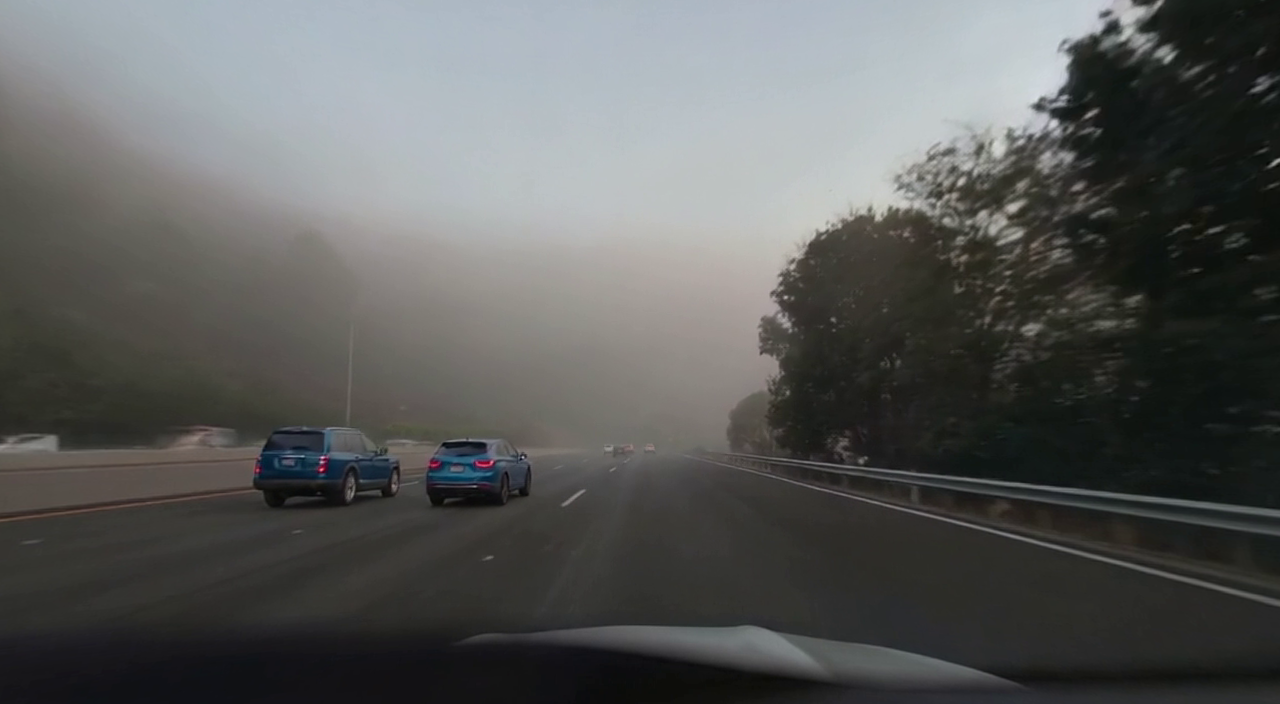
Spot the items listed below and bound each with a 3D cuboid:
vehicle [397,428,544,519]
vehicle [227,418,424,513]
[{"bbox_3d":[-3.499,2.592,13.954,1.983,1.663,4.290,0,-9,1],"label":"vehicle"},{"bbox_3d":[-7.283,2.697,15.421,2.151,1.925,4.945,0,-9,1],"label":"vehicle"}]
